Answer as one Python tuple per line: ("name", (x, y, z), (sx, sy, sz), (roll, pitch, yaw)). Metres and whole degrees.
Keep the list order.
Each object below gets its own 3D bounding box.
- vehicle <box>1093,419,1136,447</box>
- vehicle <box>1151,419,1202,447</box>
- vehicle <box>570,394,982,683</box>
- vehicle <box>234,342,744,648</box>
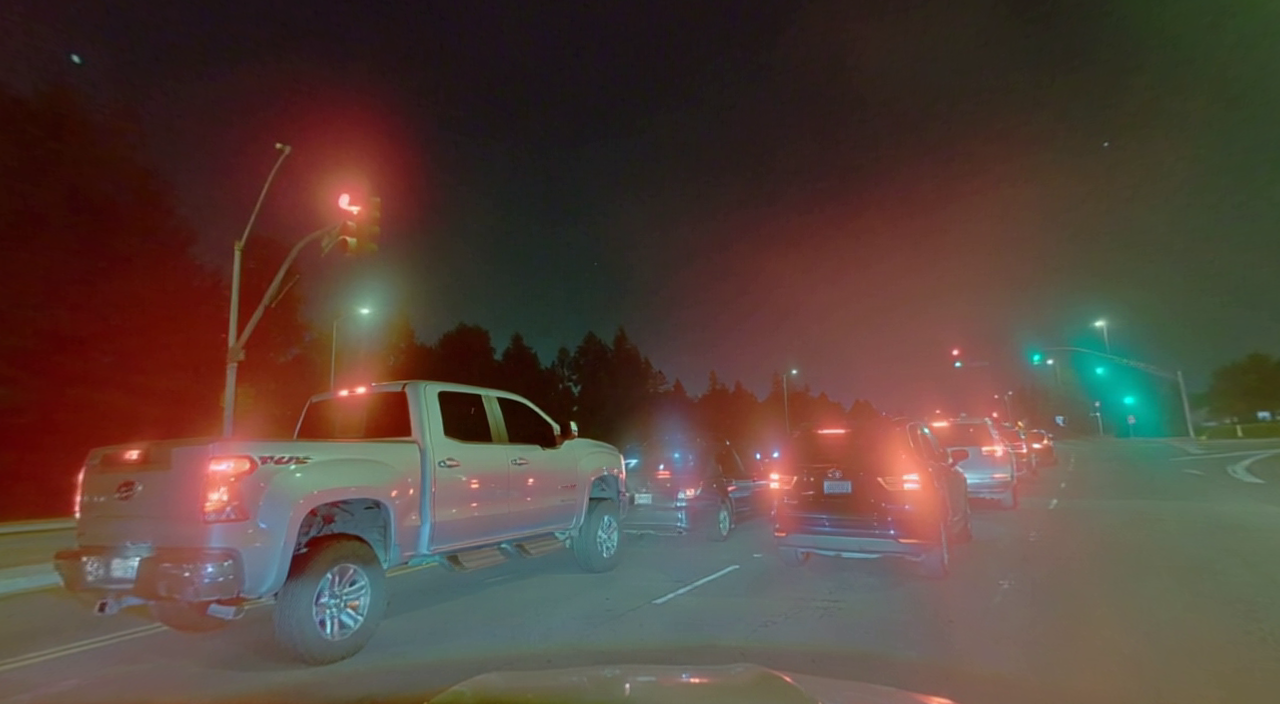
("vehicle", (32.805, 5.671, 43.707), (2.160, 1.790, 4.303), (-6, -10, 35))
("vehicle", (35.789, 5.473, 42.205), (2.183, 1.714, 4.491), (-6, -11, 37))
("vehicle", (1.715, 1.376, 6.001), (2.027, 1.549, 4.801), (-6, -10, 35))
("vehicle", (-0.877, 1.404, 7.466), (2.272, 2.016, 6.146), (-5, -10, 28))
